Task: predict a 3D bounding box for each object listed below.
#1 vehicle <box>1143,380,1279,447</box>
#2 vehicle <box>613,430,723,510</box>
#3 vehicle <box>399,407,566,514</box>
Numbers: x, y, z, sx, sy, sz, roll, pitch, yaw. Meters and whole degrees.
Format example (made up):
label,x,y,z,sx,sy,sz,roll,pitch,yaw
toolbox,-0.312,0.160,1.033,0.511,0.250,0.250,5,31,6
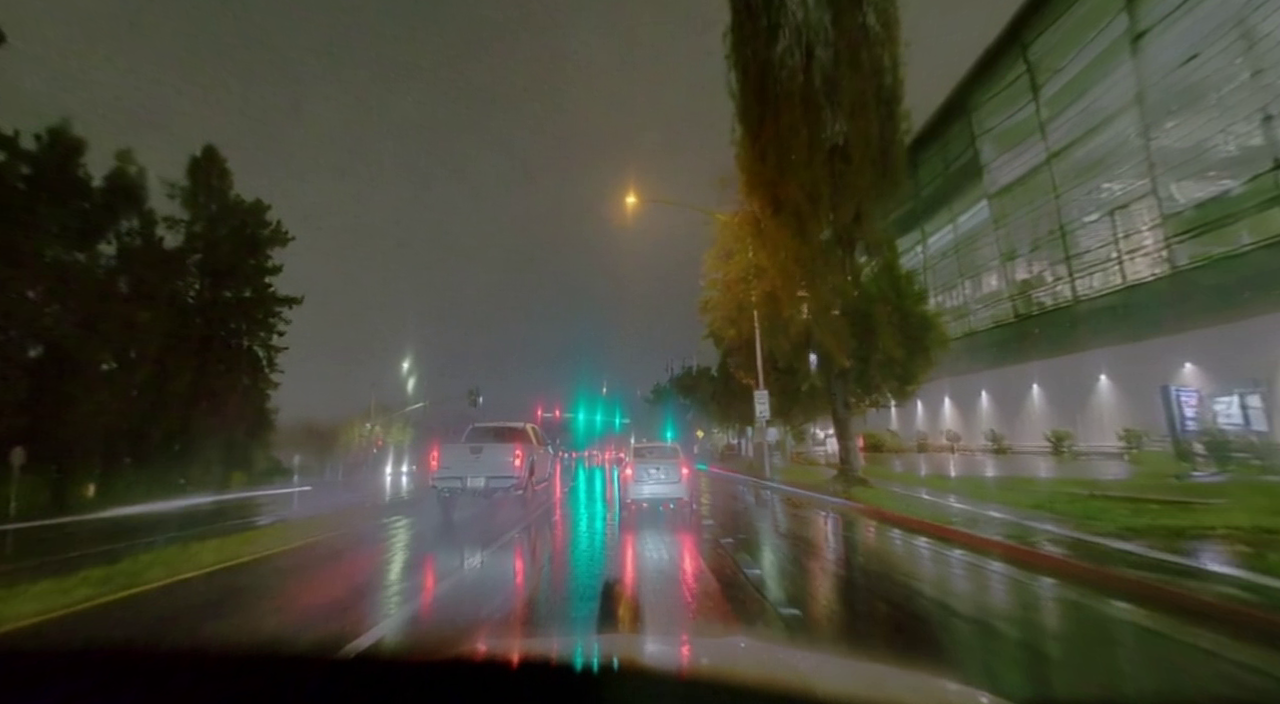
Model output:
label,x,y,z,sx,sy,sz,roll,pitch,yaw
vehicle,22.926,2.349,23.466,6.027,2.377,2.245,-5,-10,27
vehicle,0.468,2.624,14.424,2.142,1.528,4.133,0,-9,-2
vehicle,-3.305,2.472,14.779,2.512,1.992,5.725,0,-9,-1
